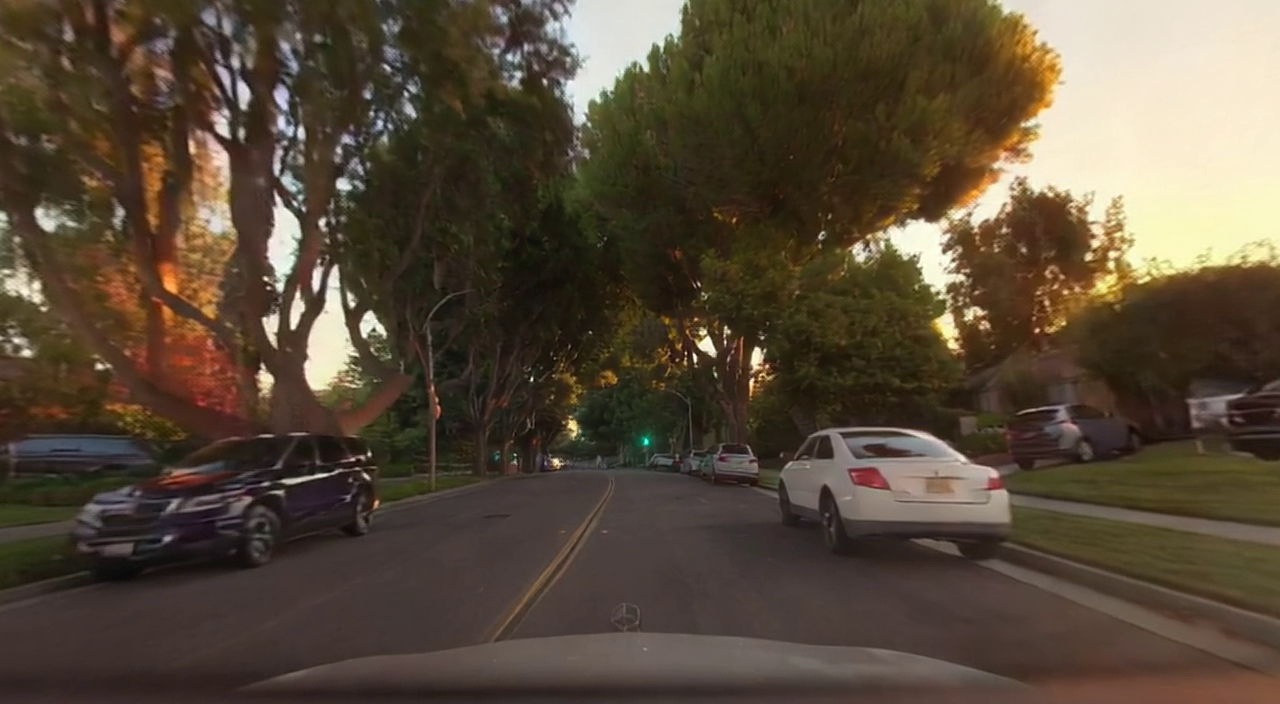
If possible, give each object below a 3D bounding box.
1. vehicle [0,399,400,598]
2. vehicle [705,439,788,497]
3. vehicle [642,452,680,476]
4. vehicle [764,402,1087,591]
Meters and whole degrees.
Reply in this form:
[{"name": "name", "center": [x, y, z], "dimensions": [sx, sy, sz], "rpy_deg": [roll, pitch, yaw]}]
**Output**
[{"name": "vehicle", "center": [-5.116, 1.674, 8.148], "dimensions": [2.155, 1.729, 4.799], "rpy_deg": [-2, -8, 0]}, {"name": "vehicle", "center": [3.468, 3.860, 21.496], "dimensions": [1.970, 1.709, 4.568], "rpy_deg": [0, -8, 0]}, {"name": "vehicle", "center": [1.589, 8.739, 49.461], "dimensions": [2.163, 1.742, 4.239], "rpy_deg": [1, -8, -9]}, {"name": "vehicle", "center": [3.267, 1.763, 8.599], "dimensions": [2.229, 1.826, 4.611], "rpy_deg": [-1, -8, 0]}]
